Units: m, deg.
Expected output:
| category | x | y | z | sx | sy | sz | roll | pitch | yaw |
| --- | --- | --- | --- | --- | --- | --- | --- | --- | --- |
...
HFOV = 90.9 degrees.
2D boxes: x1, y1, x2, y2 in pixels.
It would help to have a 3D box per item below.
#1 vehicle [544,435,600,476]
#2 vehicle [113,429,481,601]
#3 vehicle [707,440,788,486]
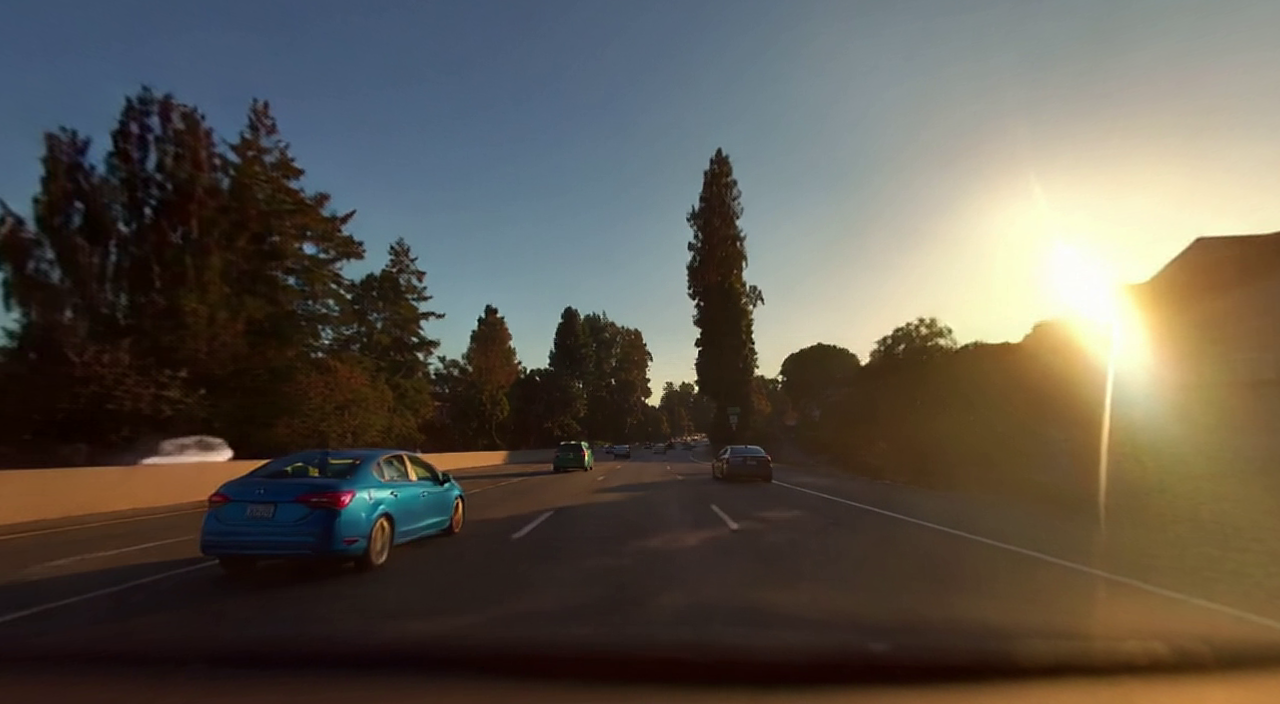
| category | x | y | z | sx | sy | sz | roll | pitch | yaw |
| --- | --- | --- | --- | --- | --- | --- | --- | --- | --- |
| vehicle | -3.255 | 5.098 | 31.230 | 2.122 | 1.847 | 4.696 | 0 | -8 | 2 |
| vehicle | -3.573 | 1.757 | 7.785 | 1.948 | 1.475 | 4.461 | 0 | -8 | 1 |
| vehicle | 3.747 | 3.939 | 22.781 | 2.100 | 1.472 | 4.533 | 0 | -8 | 0 |
